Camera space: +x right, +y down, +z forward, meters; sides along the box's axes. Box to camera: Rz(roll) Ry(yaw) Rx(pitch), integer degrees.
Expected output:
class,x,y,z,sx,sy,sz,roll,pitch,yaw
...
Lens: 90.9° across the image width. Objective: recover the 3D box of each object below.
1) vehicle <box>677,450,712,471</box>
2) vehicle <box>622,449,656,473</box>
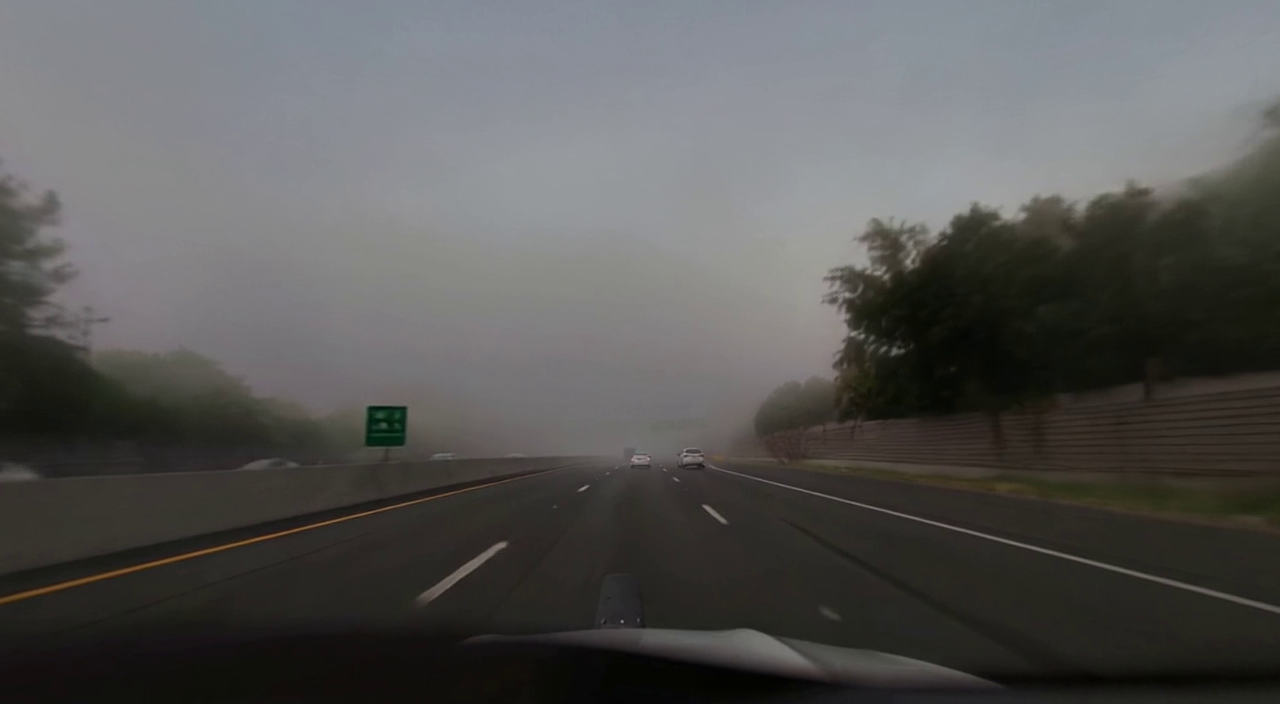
class,x,y,z,sx,sy,sz,roll,pitch,yaw
vehicle,3.557,7.177,41.689,1.883,1.320,3.386,0,-9,-2
vehicle,-0.093,6.855,39.796,2.065,1.400,4.028,0,-9,-1
